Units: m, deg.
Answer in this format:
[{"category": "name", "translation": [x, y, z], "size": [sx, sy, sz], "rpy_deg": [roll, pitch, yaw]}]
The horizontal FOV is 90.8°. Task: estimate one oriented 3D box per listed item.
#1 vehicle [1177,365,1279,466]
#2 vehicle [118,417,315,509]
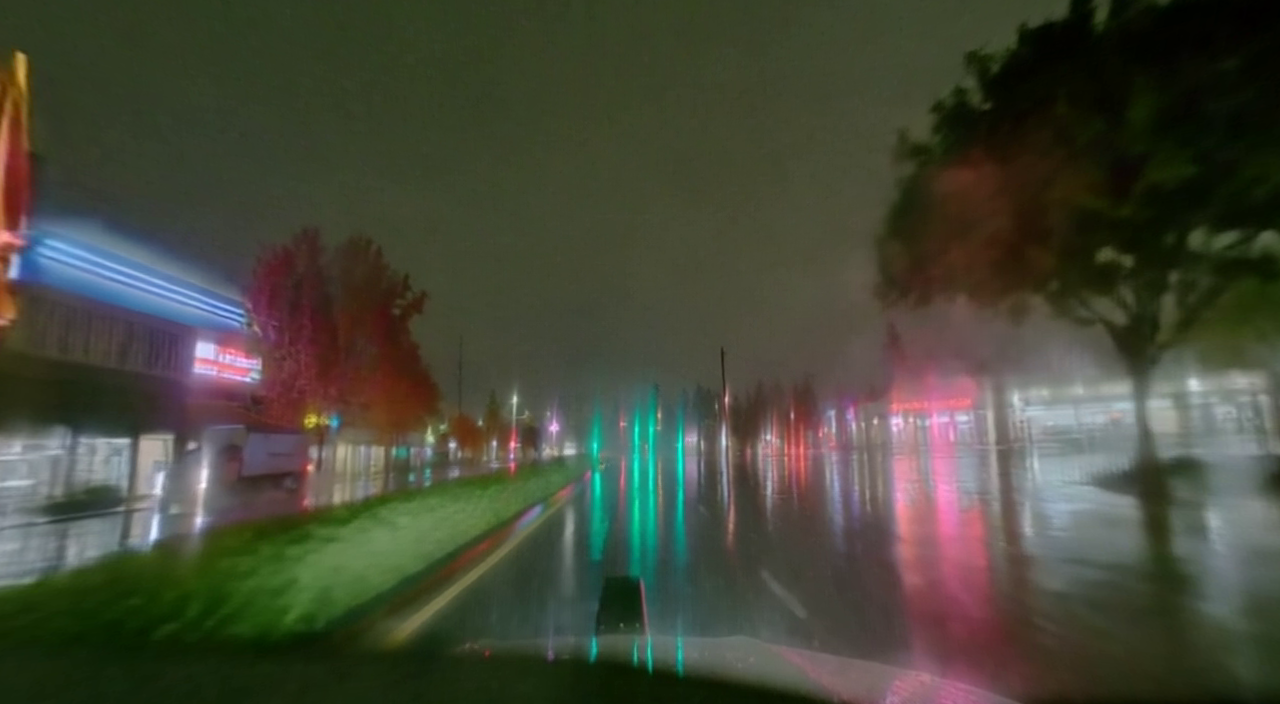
[{"category": "vehicle", "translation": [28.945, 2.978, 28.699], "size": [8.627, 4.134, 2.881], "rpy_deg": [3, -9, -22]}, {"category": "vehicle", "translation": [-19.587, 5.188, 30.339], "size": [2.966, 3.698, 9.217], "rpy_deg": [0, -9, 0]}]
